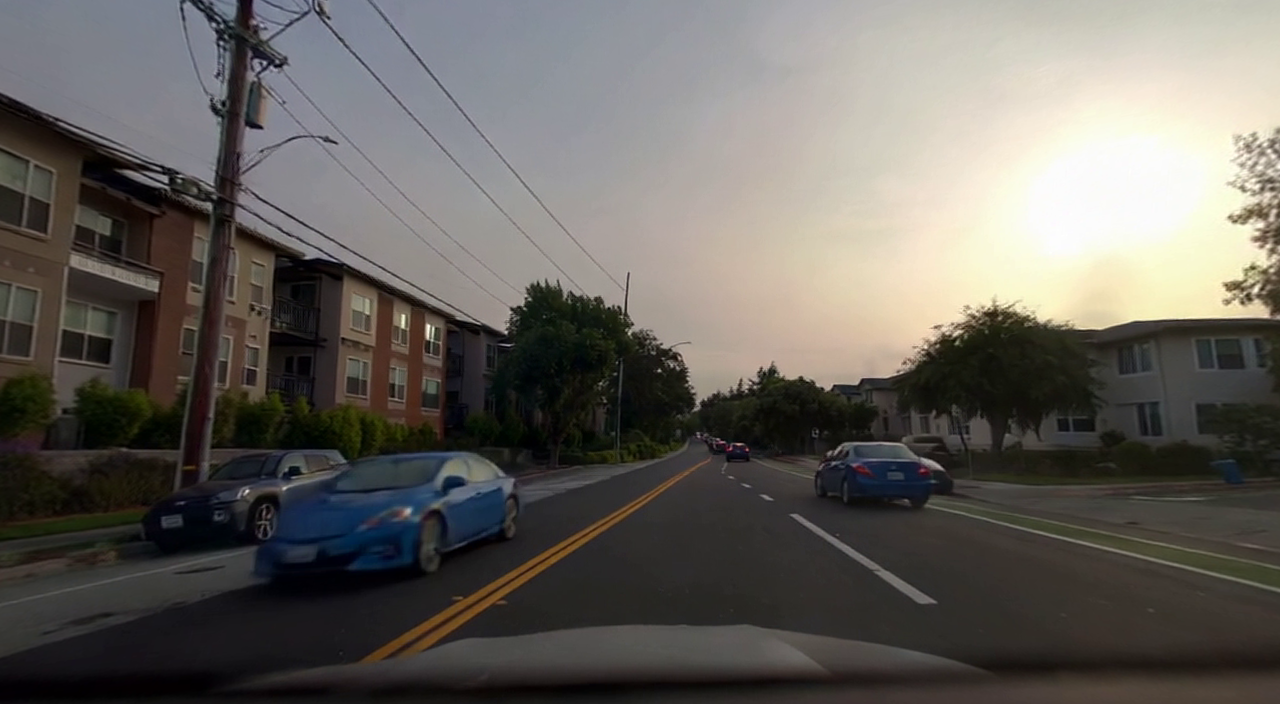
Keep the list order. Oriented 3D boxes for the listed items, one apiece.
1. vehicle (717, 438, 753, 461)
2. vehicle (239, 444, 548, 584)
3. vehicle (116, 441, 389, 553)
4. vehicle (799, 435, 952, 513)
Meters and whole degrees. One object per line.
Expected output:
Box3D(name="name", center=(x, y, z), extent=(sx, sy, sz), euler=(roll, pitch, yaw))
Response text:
Box3D(name="vehicle", center=(7.425, 7.643, 49.381), extent=(2.306, 1.719, 4.805), euler=(-1, -8, 3))
Box3D(name="vehicle", center=(-2.991, 2.047, 8.978), extent=(2.155, 1.436, 4.501), euler=(-1, -8, 8))
Box3D(name="vehicle", center=(-7.443, 2.766, 12.877), extent=(2.381, 1.825, 4.652), euler=(-1, -8, 4))
Box3D(name="vehicle", center=(5.158, 2.711, 14.534), extent=(2.052, 1.506, 4.432), euler=(-1, -8, 4))
